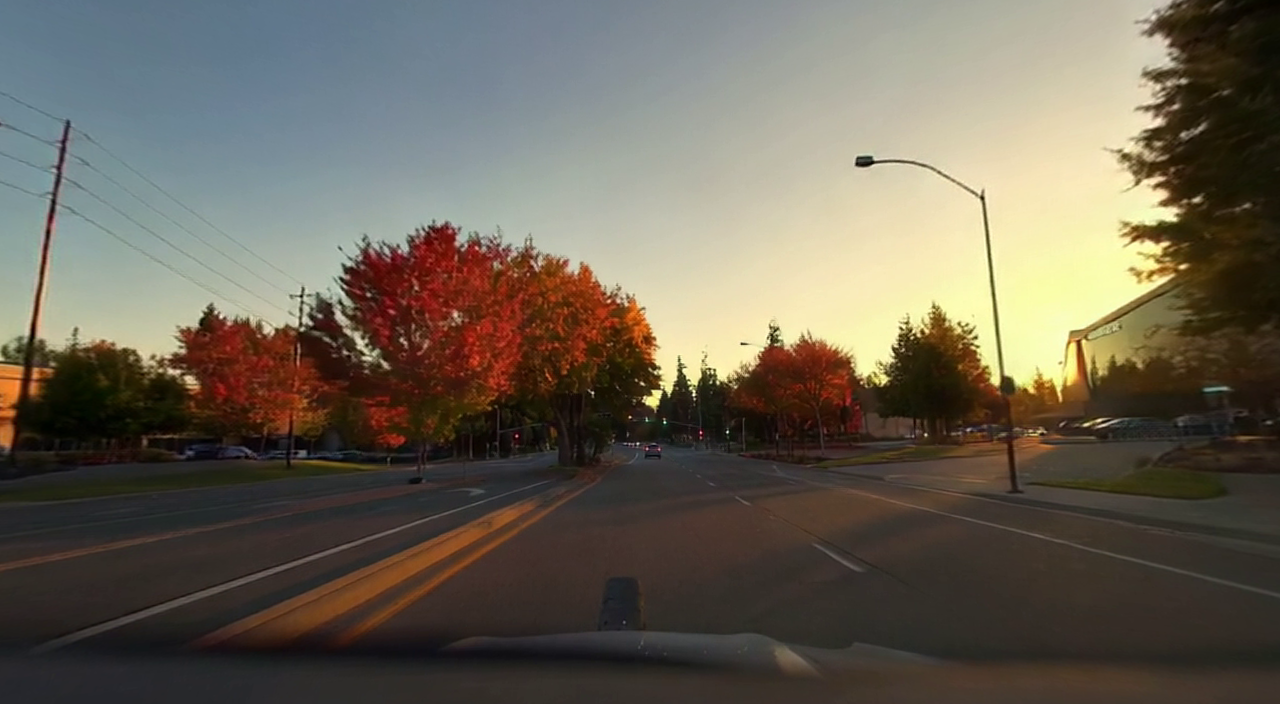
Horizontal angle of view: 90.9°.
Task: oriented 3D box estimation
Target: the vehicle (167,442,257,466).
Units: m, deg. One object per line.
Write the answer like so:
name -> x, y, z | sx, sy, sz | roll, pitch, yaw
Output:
vehicle -> -30.119, 7.228, 44.511 | 4.706, 1.457, 1.999 | 3, -11, -4
